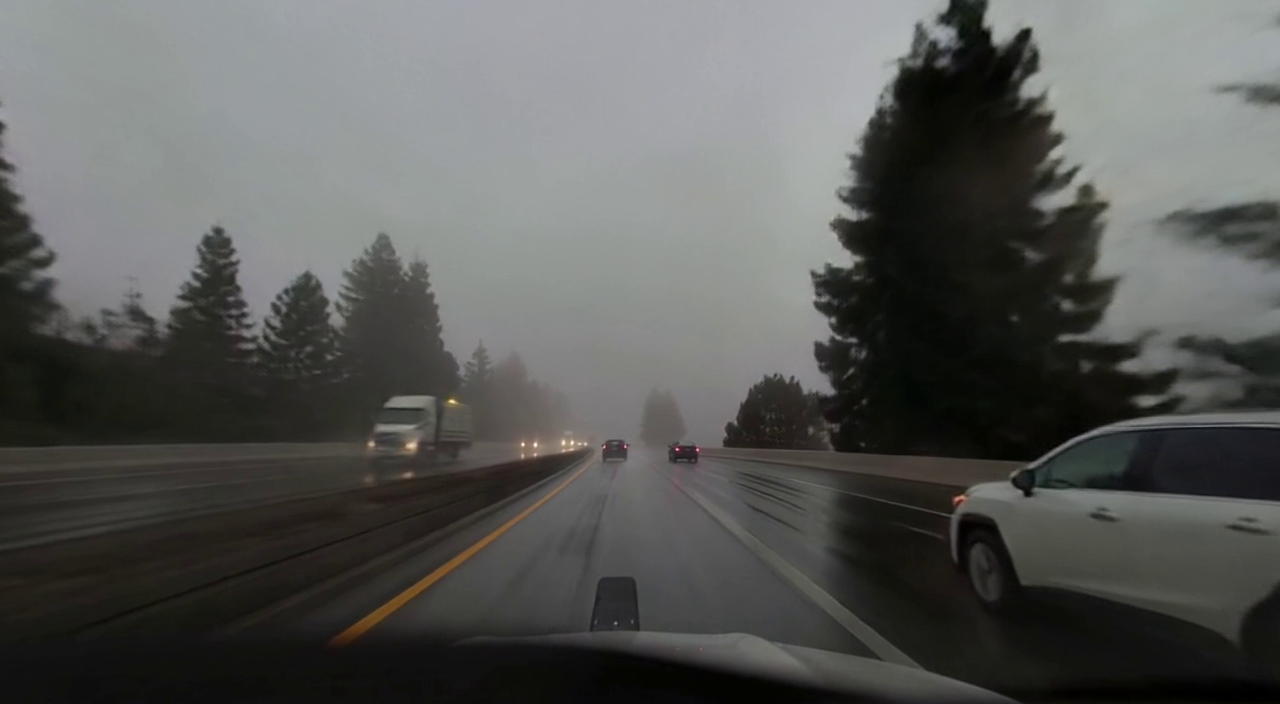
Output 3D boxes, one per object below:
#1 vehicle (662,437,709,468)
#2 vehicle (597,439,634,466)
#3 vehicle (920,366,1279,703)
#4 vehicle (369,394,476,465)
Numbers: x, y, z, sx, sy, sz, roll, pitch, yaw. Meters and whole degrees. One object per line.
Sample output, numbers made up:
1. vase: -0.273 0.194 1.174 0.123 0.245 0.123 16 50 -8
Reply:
1. vehicle: 2.394 5.431 34.104 2.146 1.546 3.796 0 -8 -1
2. vehicle: -1.563 6.259 39.433 2.178 1.559 4.254 0 -8 -3
3. vehicle: 3.379 0.874 2.602 2.055 1.566 5.046 0 -8 -1
4. vehicle: -12.420 4.653 37.039 3.188 3.647 8.856 0 -8 -1
